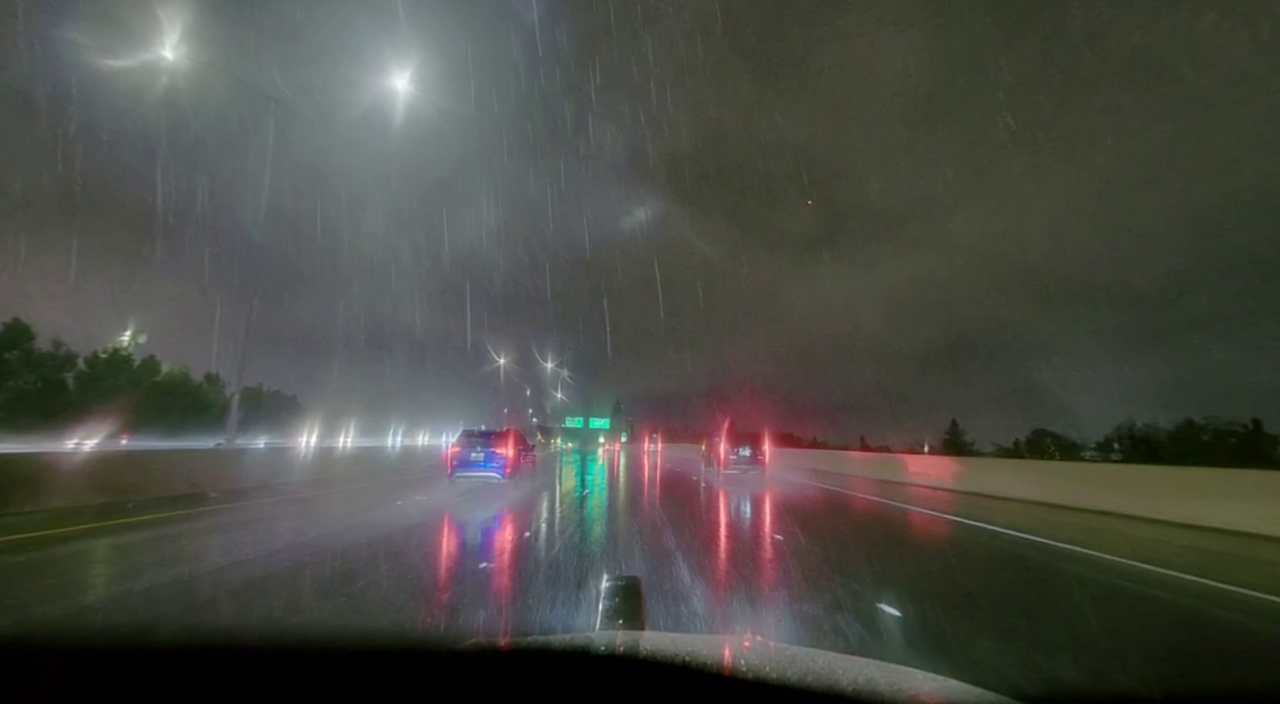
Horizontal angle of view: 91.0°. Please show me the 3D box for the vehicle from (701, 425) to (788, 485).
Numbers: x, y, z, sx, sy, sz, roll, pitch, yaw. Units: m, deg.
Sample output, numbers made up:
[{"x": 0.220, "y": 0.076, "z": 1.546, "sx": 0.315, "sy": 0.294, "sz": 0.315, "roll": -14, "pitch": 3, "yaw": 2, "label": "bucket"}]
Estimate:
[{"x": 3.497, "y": 3.592, "z": 22.162, "sx": 2.153, "sy": 1.860, "sz": 4.689, "roll": 0, "pitch": -9, "yaw": -1, "label": "vehicle"}]

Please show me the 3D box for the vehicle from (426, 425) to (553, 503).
[{"x": -3.735, "y": 2.881, "z": 16.605, "sx": 2.214, "sy": 1.743, "sz": 4.465, "roll": 0, "pitch": -9, "yaw": 0, "label": "vehicle"}]
